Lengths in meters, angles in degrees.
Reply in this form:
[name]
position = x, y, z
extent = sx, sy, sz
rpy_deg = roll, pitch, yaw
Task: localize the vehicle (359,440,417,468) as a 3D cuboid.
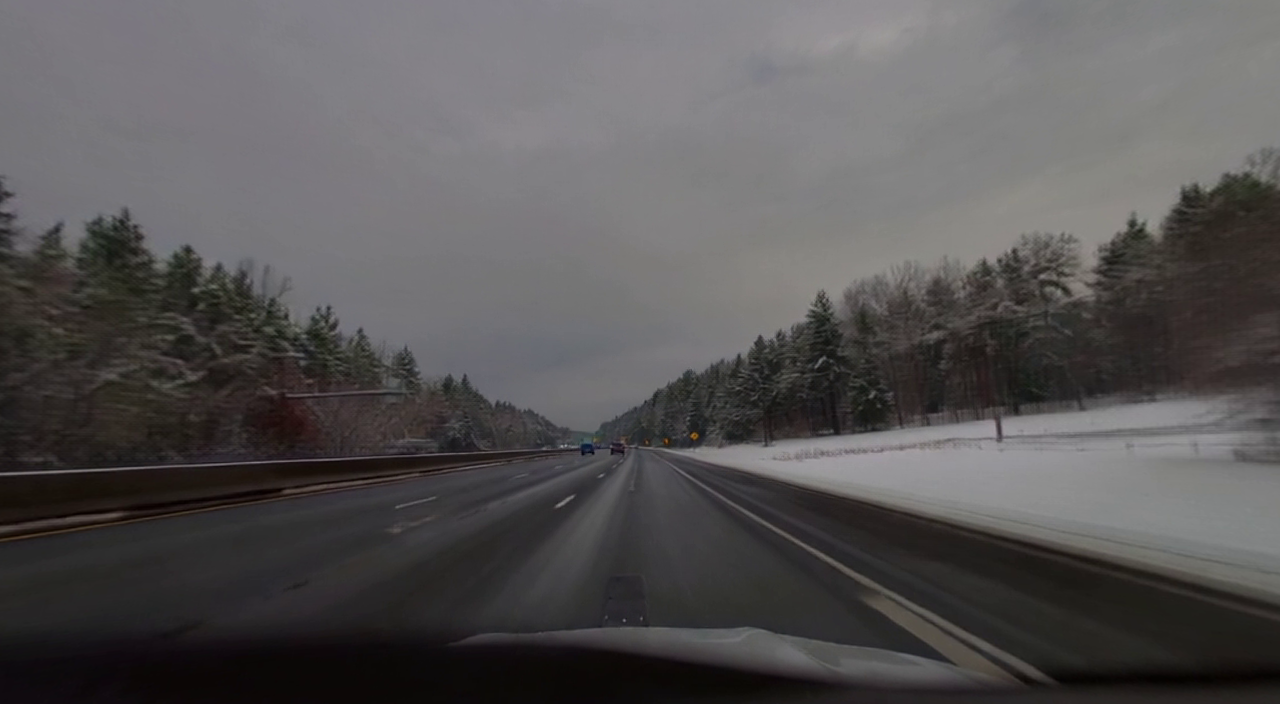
[vehicle]
position = -17.797, 7.228, 44.733
extent = 2.020, 1.845, 4.972
rpy_deg = 0, -8, 1
